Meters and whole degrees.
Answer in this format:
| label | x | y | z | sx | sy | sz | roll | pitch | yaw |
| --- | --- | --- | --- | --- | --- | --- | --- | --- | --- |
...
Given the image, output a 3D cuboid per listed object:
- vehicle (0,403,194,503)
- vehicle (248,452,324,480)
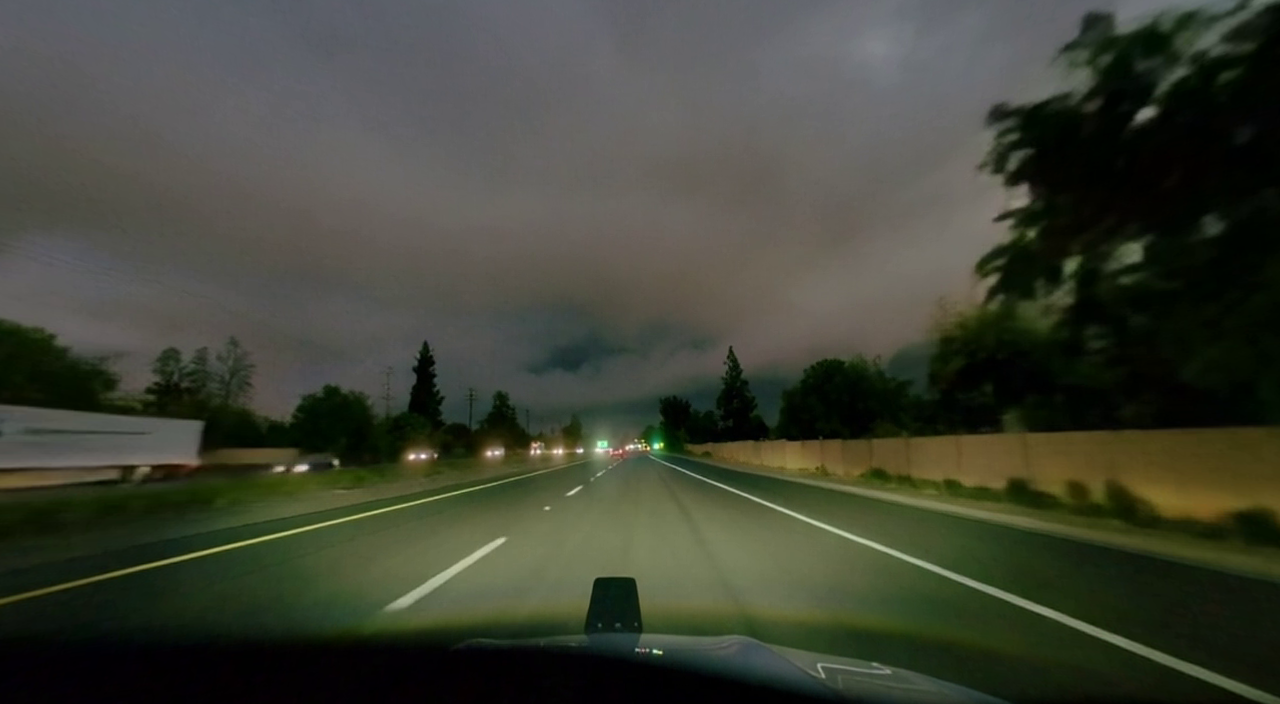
| label | x | y | z | sx | sy | sz | roll | pitch | yaw |
| --- | --- | --- | --- | --- | --- | --- | --- | --- | --- |
| vehicle | -24.973 | 4.218 | 26.429 | 2.824 | 3.613 | 13.143 | 0 | -9 | 0 |
| vehicle | -21.233 | 6.827 | 37.982 | 1.866 | 1.521 | 4.645 | 0 | -9 | 0 |
